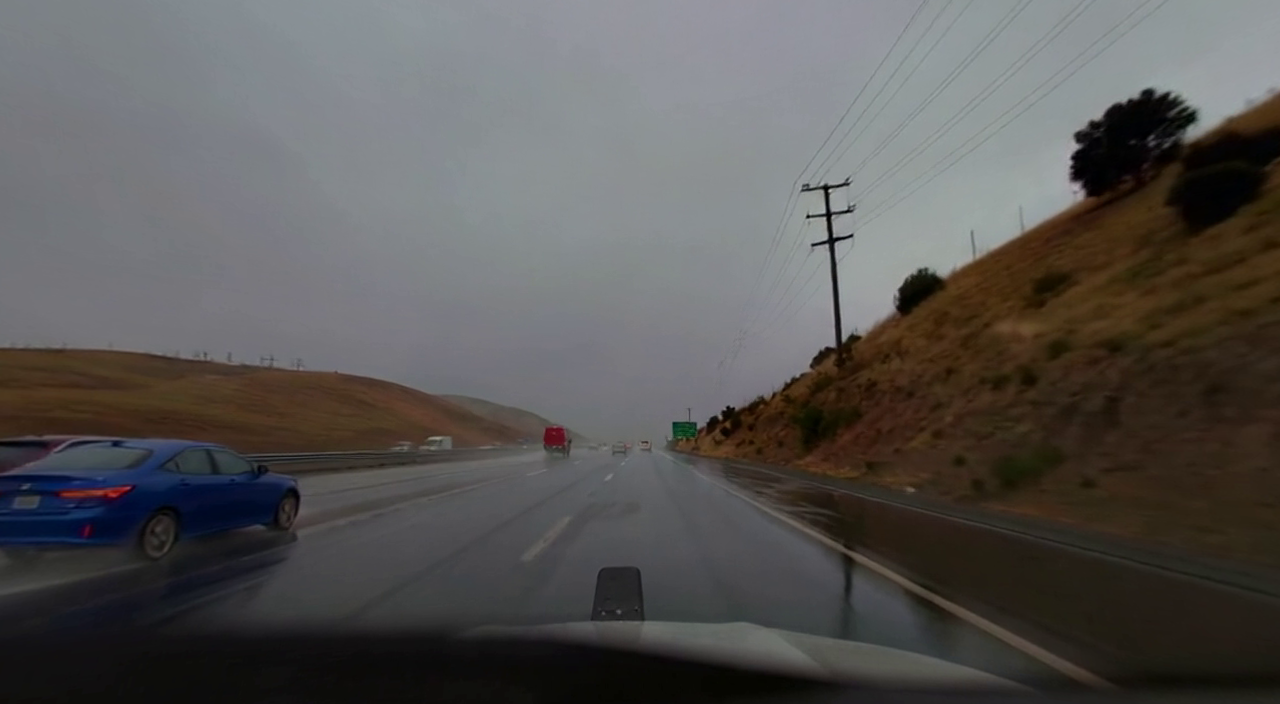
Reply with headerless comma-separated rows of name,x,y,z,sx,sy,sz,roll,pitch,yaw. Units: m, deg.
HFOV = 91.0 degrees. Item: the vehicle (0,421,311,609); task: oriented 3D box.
vehicle,-5.982,1.606,7.149,1.955,1.469,4.554,0,-8,1
